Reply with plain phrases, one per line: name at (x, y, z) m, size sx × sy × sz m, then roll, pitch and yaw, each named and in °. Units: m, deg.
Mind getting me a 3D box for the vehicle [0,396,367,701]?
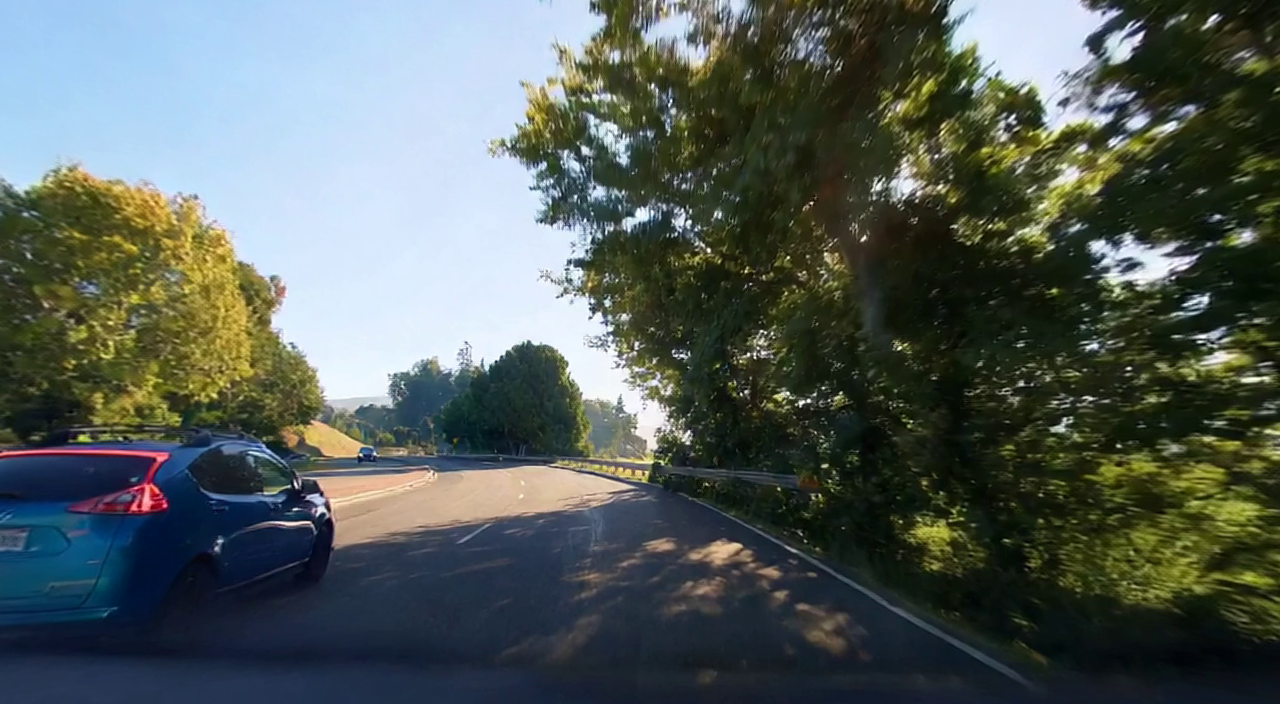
vehicle at (-4.149, 1.348, 5.349) m, size 2.078 × 1.607 × 3.959 m, roll 0°, pitch -9°, yaw -4°
